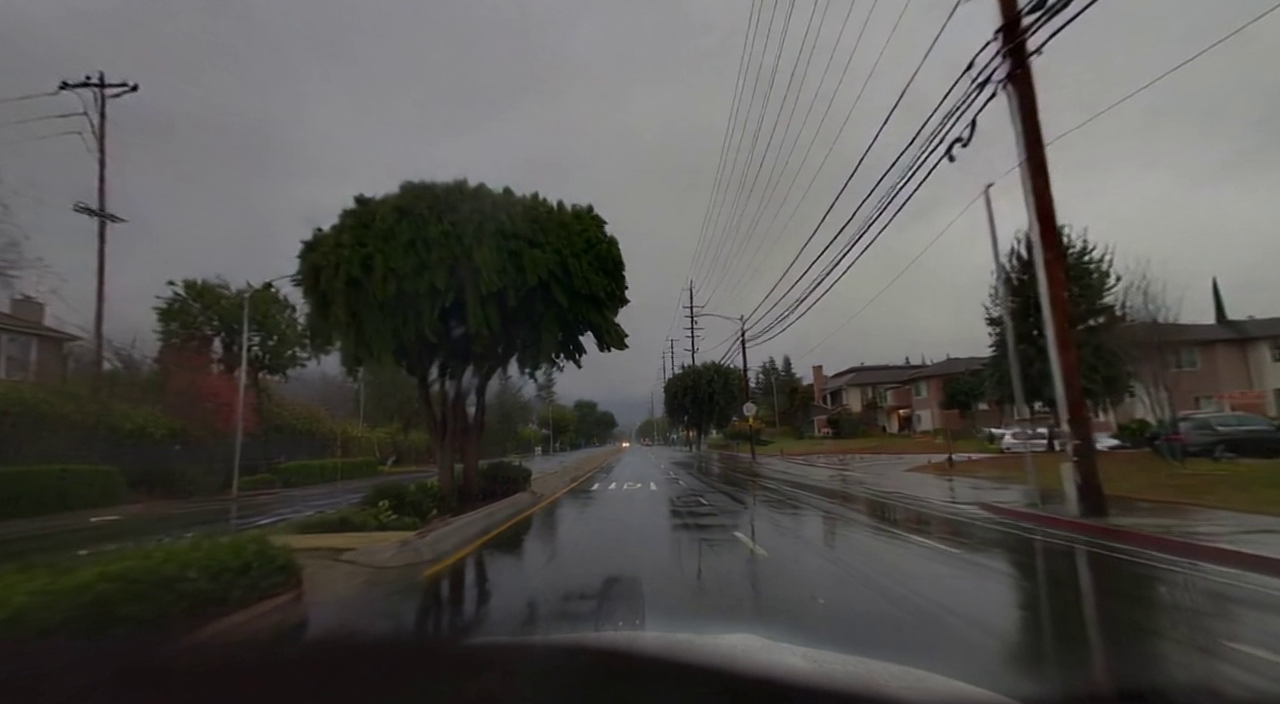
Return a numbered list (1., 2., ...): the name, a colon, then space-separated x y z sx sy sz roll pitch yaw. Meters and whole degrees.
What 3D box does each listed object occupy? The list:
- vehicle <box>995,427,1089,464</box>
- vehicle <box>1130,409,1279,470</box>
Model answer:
1. vehicle: 22.067 5.155 34.963 1.960 1.873 4.839 0 -8 0
2. vehicle: 16.611 2.403 17.301 4.681 1.541 2.049 0 -8 -3
